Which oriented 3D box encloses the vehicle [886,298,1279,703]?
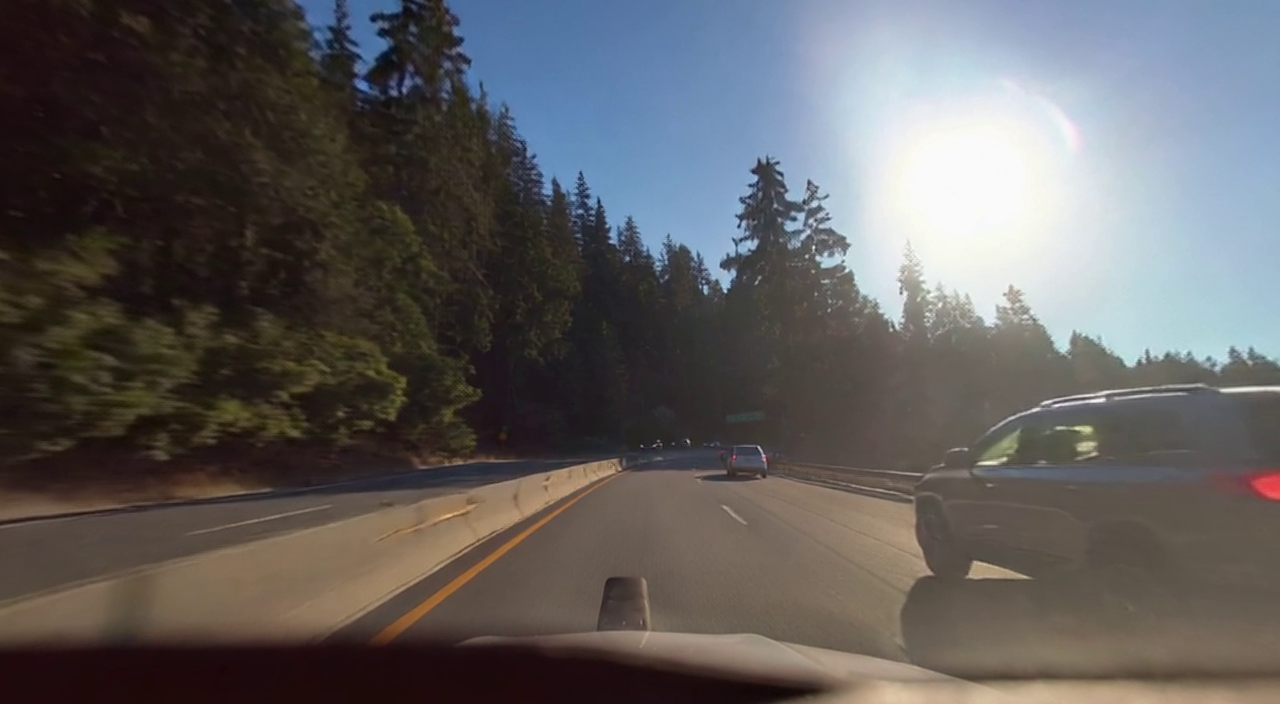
[{"bbox_3d":[3.603,0.958,3.831,2.270,1.897,4.822,0,-8,0],"label":"vehicle"}]

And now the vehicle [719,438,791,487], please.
[{"bbox_3d":[4.378,4.268,24.663,2.112,1.708,4.380,0,-8,2],"label":"vehicle"}]
